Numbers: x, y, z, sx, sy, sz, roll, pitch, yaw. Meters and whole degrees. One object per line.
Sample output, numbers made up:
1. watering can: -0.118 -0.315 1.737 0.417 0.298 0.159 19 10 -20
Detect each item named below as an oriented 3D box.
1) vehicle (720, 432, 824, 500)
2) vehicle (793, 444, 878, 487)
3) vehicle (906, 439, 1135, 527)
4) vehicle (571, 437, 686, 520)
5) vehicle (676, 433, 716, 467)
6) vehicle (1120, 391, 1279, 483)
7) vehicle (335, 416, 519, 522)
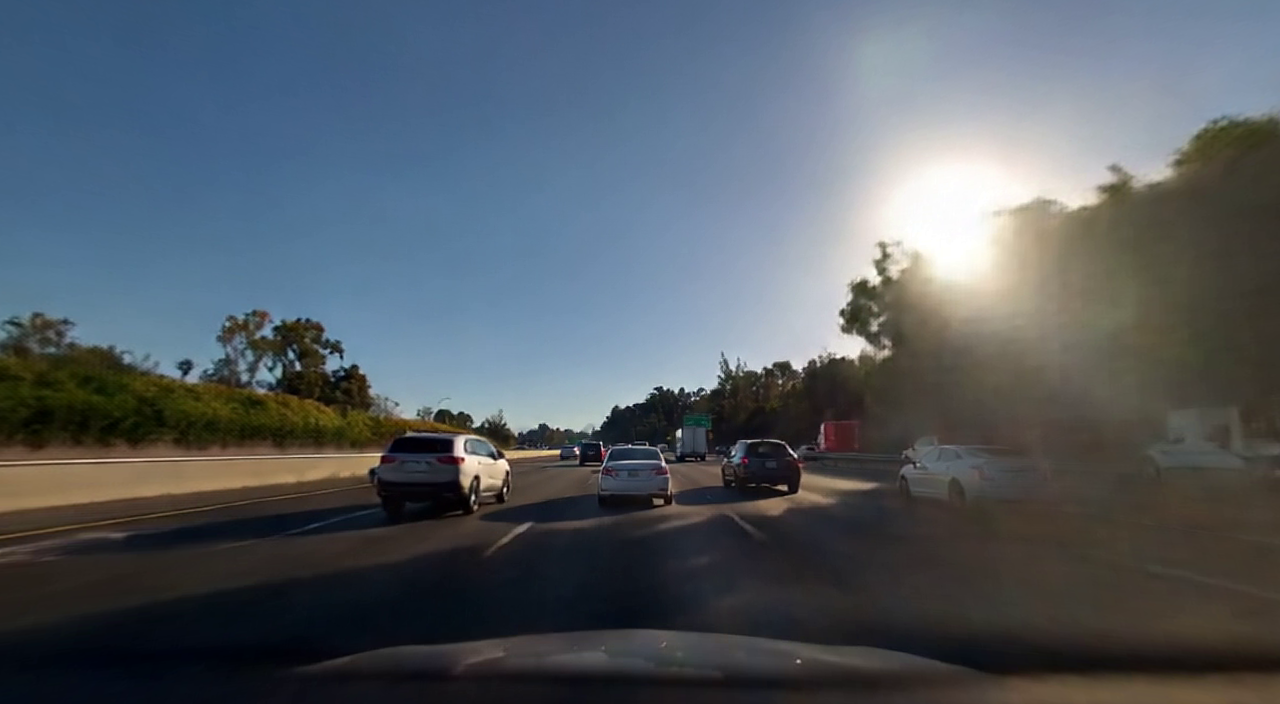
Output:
1. vehicle: 3.575 3.172 17.896 2.053 1.666 4.106 0 -9 0
2. vehicle: 7.383 4.311 24.260 1.942 1.482 4.250 0 -9 0
3. vehicle: 7.605 2.632 13.281 2.021 1.505 4.480 0 -9 0
4. vehicle: -0.181 2.655 13.741 2.132 1.499 4.038 0 -9 1
5. vehicle: 3.999 7.154 46.059 2.440 2.313 5.266 0 -9 0
6. vehicle: 29.244 4.303 31.254 2.957 4.007 8.656 0 -9 -8
7. vehicle: -3.993 2.300 12.796 2.079 1.741 4.436 0 -9 1
